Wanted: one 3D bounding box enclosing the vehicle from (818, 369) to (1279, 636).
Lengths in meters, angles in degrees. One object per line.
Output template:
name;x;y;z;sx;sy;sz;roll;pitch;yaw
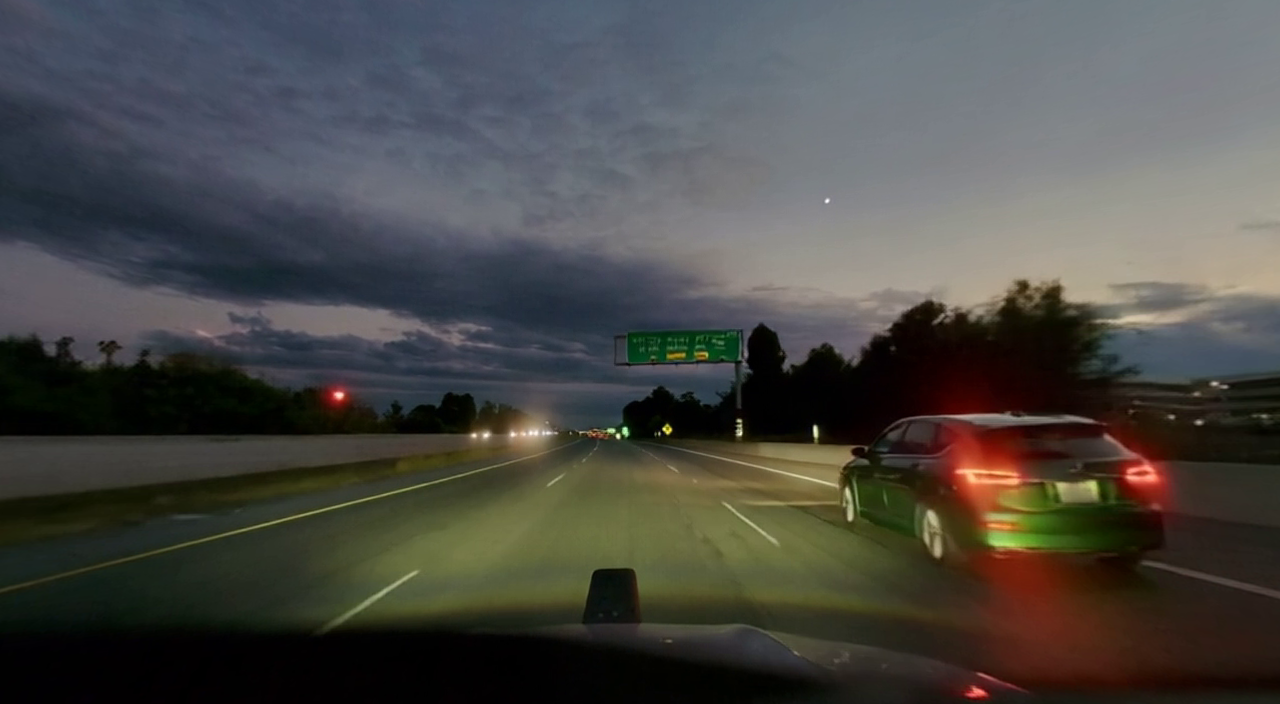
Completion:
vehicle;3.459;1.229;6.133;2.107;1.642;4.331;0;-8;-1
